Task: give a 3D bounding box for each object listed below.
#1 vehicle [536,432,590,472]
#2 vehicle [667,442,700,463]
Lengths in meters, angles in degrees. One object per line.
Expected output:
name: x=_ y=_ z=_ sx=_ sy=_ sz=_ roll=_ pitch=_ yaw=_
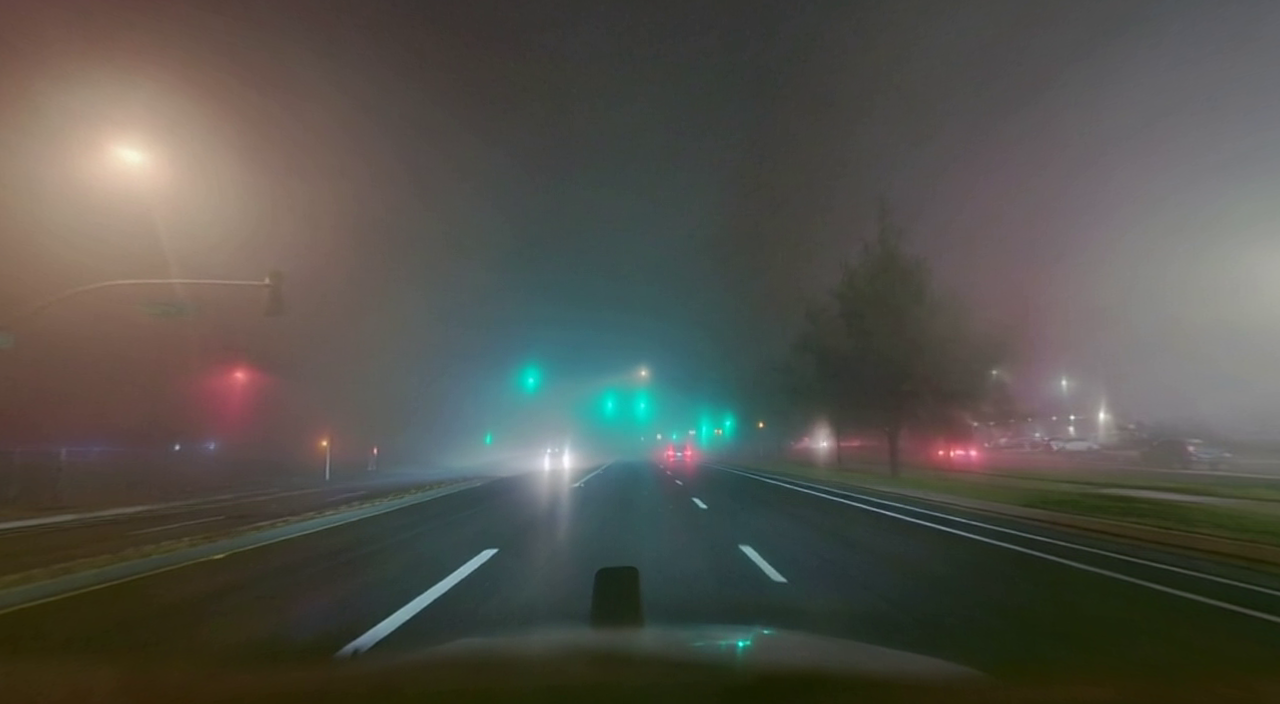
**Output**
vehicle: x=-3.734 y=4.974 z=31.361 sx=2.078 sy=1.832 sz=4.746 roll=0 pitch=-9 yaw=0
vehicle: x=3.145 y=7.369 z=46.308 sx=2.105 sy=1.490 sz=4.008 roll=0 pitch=-9 yaw=-1
